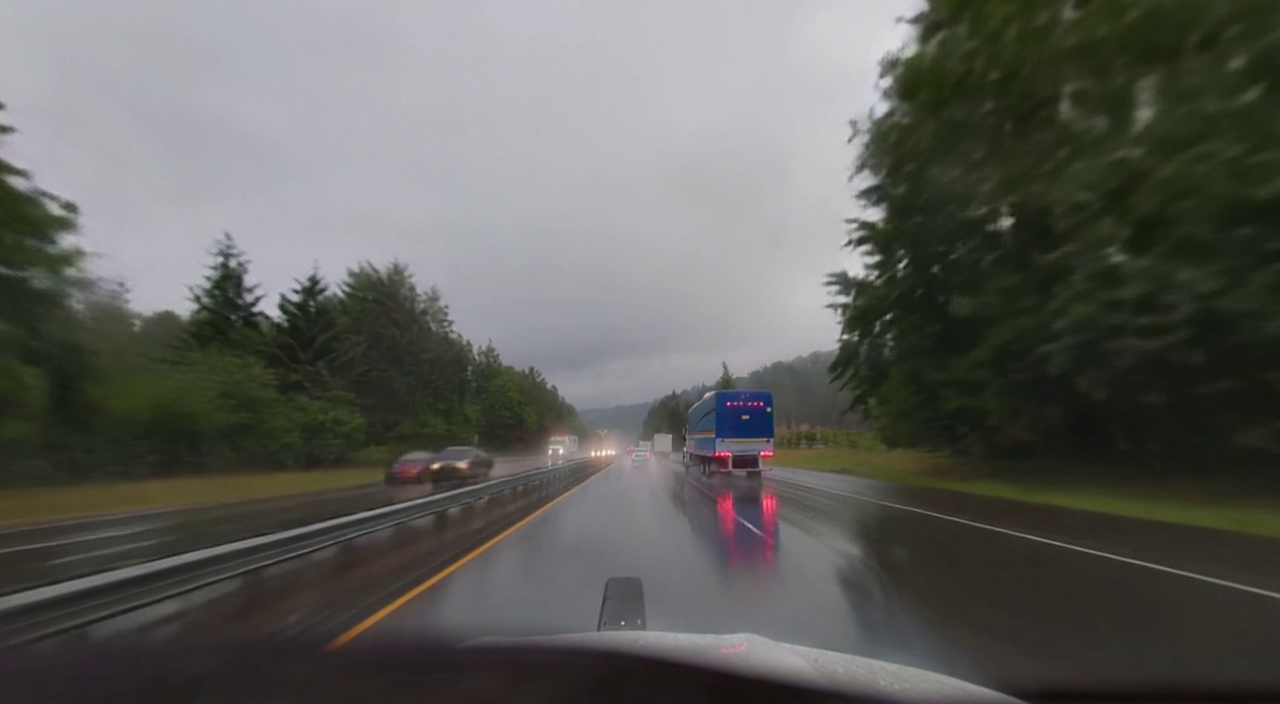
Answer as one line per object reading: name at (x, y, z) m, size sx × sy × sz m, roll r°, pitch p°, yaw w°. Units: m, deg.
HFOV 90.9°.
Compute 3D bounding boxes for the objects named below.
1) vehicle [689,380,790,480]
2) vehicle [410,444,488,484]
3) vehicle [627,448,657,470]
vehicle at (4.678, 4.321, 33.248) m, size 2.939 × 4.129 × 14.300 m, roll 0°, pitch -9°, yaw 0°
vehicle at (-8.648, 5.108, 29.004) m, size 2.155 × 1.659 × 4.565 m, roll 0°, pitch -9°, yaw 0°
vehicle at (0.135, 7.214, 42.756) m, size 1.926 × 1.386 × 3.615 m, roll 0°, pitch -9°, yaw 0°
